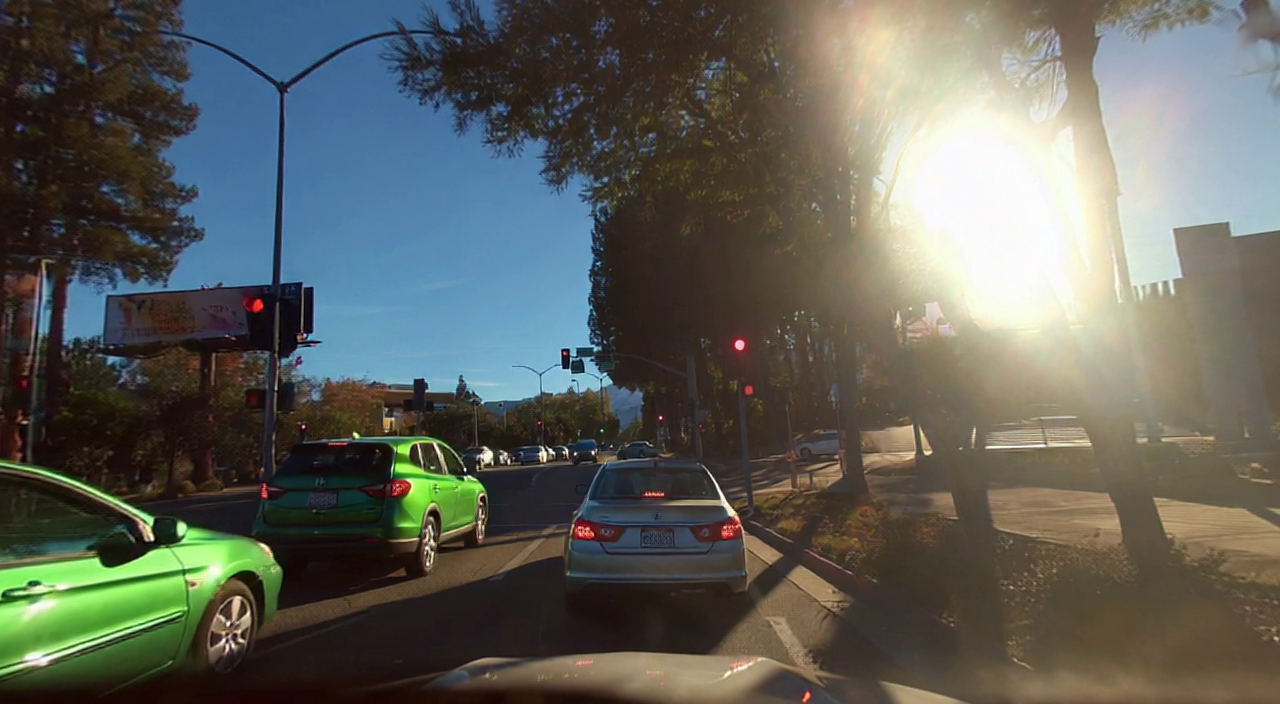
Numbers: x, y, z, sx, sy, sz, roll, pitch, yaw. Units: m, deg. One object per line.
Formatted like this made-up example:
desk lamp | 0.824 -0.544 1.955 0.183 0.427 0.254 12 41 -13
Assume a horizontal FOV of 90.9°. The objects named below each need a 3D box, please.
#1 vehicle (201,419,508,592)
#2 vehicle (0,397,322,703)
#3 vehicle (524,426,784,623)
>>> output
vehicle | -3.169 1.783 8.126 1.950 1.628 4.082 -1 -9 1
vehicle | -3.157 0.961 2.410 1.808 1.520 3.846 -1 -9 1
vehicle | 0.039 1.586 6.618 1.977 1.467 3.474 0 -9 -2
